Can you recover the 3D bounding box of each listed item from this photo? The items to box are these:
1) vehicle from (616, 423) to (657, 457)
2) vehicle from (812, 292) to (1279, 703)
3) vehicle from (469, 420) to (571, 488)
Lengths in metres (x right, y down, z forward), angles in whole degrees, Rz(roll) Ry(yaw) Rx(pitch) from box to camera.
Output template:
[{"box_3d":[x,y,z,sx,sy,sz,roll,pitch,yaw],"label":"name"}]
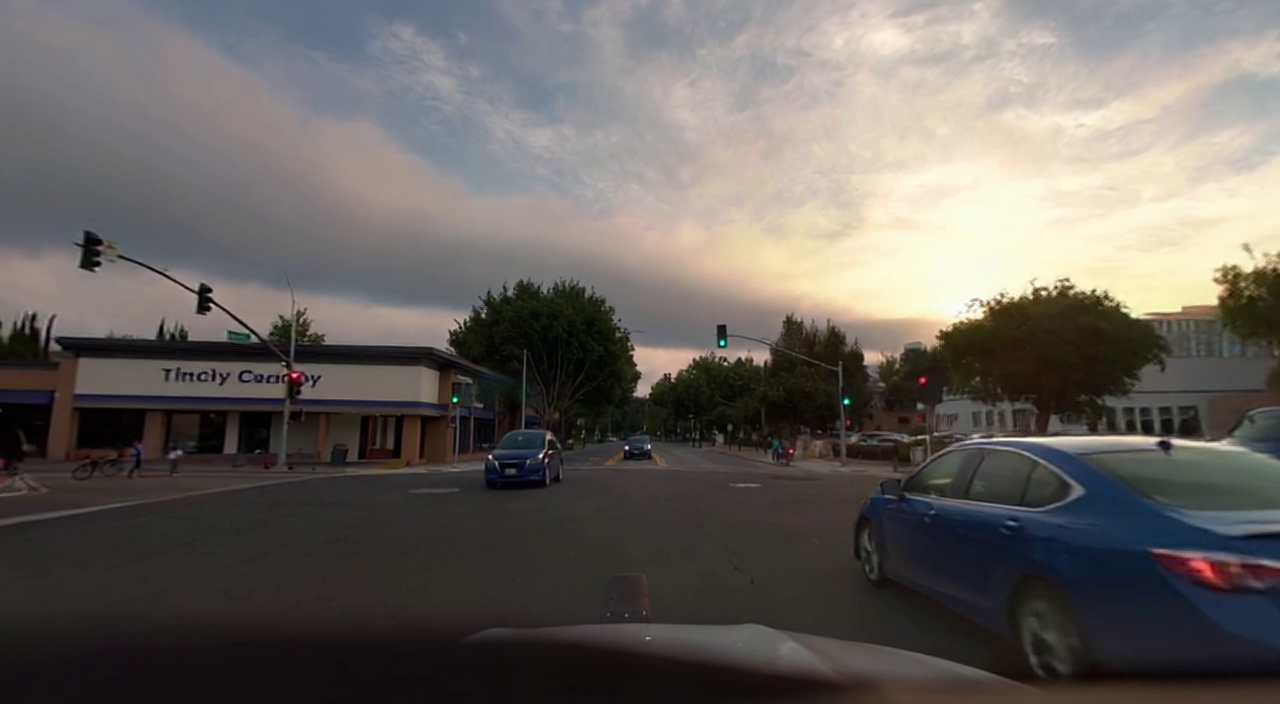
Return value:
[{"box_3d":[-0.238,5.519,39.376,2.390,1.948,5.344,0,-8,-1],"label":"vehicle"},{"box_3d":[2.859,0.985,4.245,2.048,1.725,4.754,0,-8,0],"label":"vehicle"},{"box_3d":[-3.205,2.829,17.723,1.961,1.658,4.064,-1,-8,2],"label":"vehicle"}]
